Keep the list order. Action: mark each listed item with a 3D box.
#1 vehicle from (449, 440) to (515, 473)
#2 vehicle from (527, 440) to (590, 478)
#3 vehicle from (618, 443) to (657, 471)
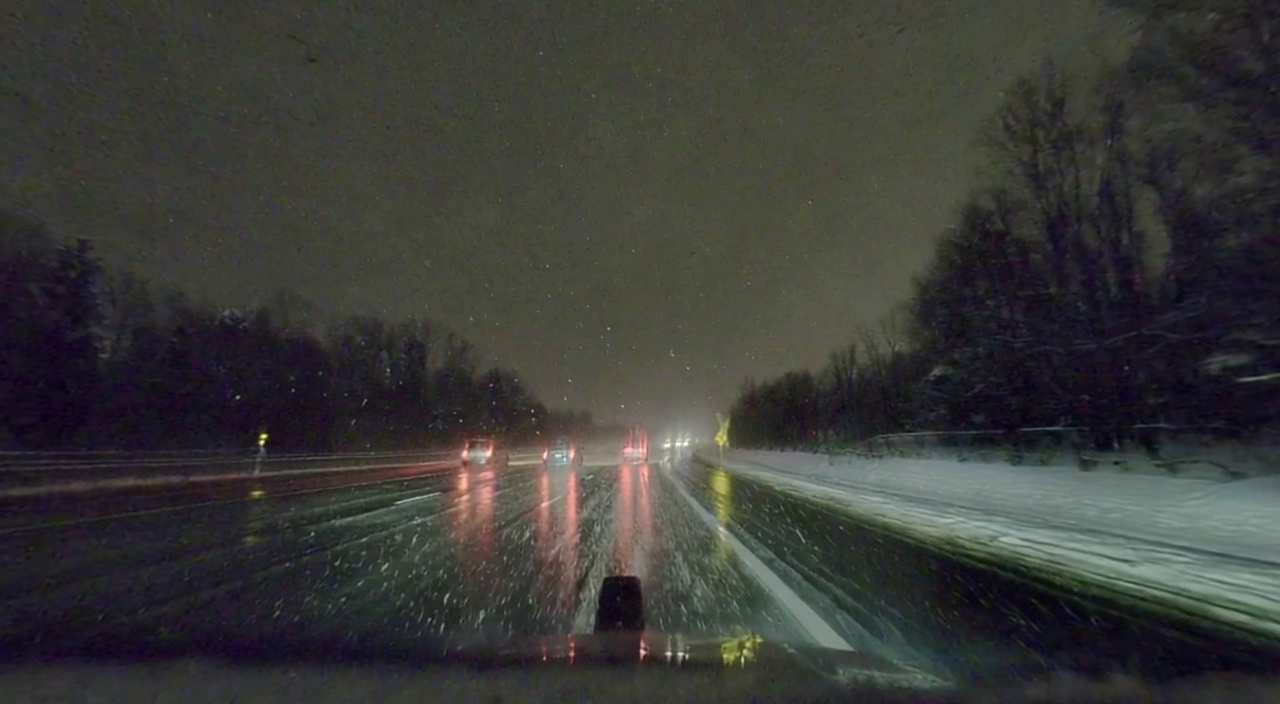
[{"bbox_3d":[-7.788,5.209,31.516,2.002,1.543,4.466,0,-9,2],"label":"vehicle"},{"bbox_3d":[-3.617,4.857,28.794,2.129,1.563,4.387,0,-9,2],"label":"vehicle"},{"bbox_3d":[-0.120,6.085,36.605,2.129,1.502,4.321,0,-9,1],"label":"vehicle"}]
